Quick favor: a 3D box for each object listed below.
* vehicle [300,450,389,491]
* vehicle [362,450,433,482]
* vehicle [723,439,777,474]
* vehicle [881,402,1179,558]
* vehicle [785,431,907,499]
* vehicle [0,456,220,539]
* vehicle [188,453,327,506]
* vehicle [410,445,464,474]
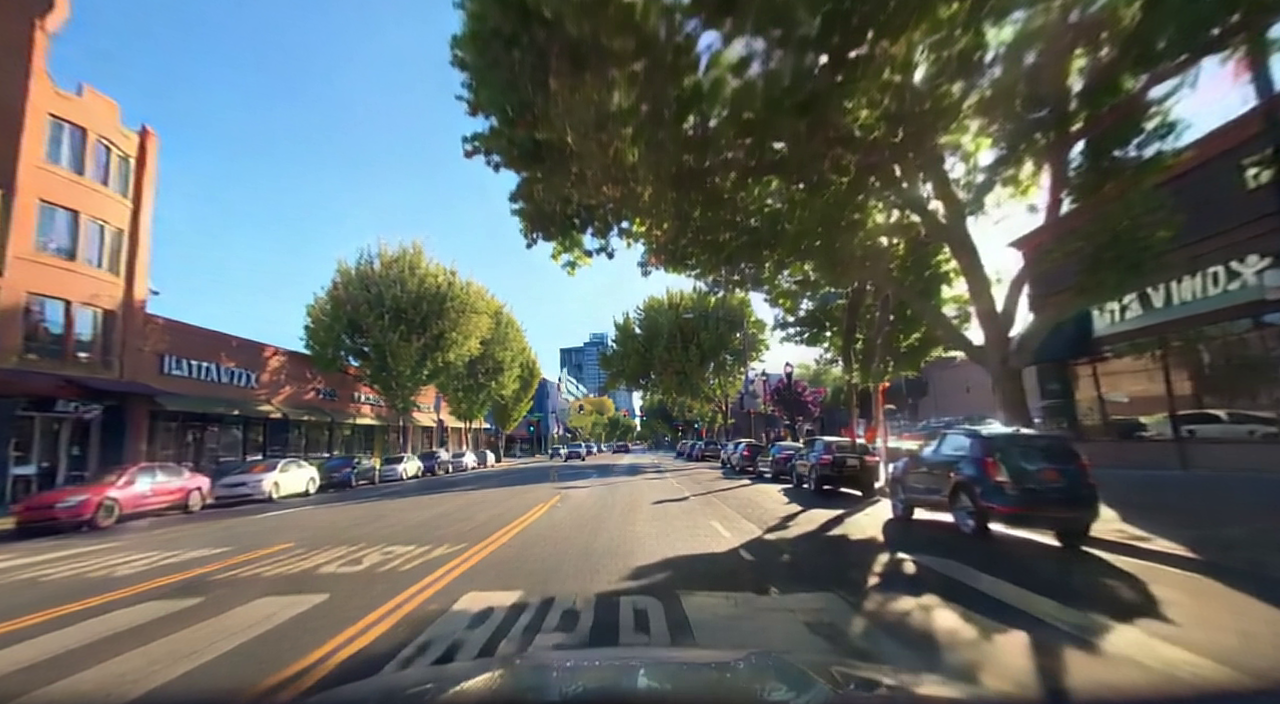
[{"bbox_3d":[-12.525,5.013,27.094,1.800,1.532,4.110,0,-8,0],"label":"vehicle"},{"bbox_3d":[-12.534,5.889,32.947,1.868,1.418,4.415,-2,-8,1],"label":"vehicle"},{"bbox_3d":[5.499,5.268,32.098,1.899,1.642,4.463,0,-8,0],"label":"vehicle"},{"bbox_3d":[5.885,1.978,10.394,2.010,1.943,4.319,-2,-9,-1],"label":"vehicle"},{"bbox_3d":[5.975,3.308,18.996,1.991,1.771,4.604,0,-8,-1],"label":"vehicle"},{"bbox_3d":[-12.031,3.207,14.534,1.804,1.533,4.121,0,-8,1],"label":"vehicle"},{"bbox_3d":[-12.631,4.203,21.263,1.927,1.489,4.572,0,-8,-2],"label":"vehicle"},{"bbox_3d":[-12.034,6.363,37.713,1.834,1.643,4.110,0,-8,1],"label":"vehicle"}]
